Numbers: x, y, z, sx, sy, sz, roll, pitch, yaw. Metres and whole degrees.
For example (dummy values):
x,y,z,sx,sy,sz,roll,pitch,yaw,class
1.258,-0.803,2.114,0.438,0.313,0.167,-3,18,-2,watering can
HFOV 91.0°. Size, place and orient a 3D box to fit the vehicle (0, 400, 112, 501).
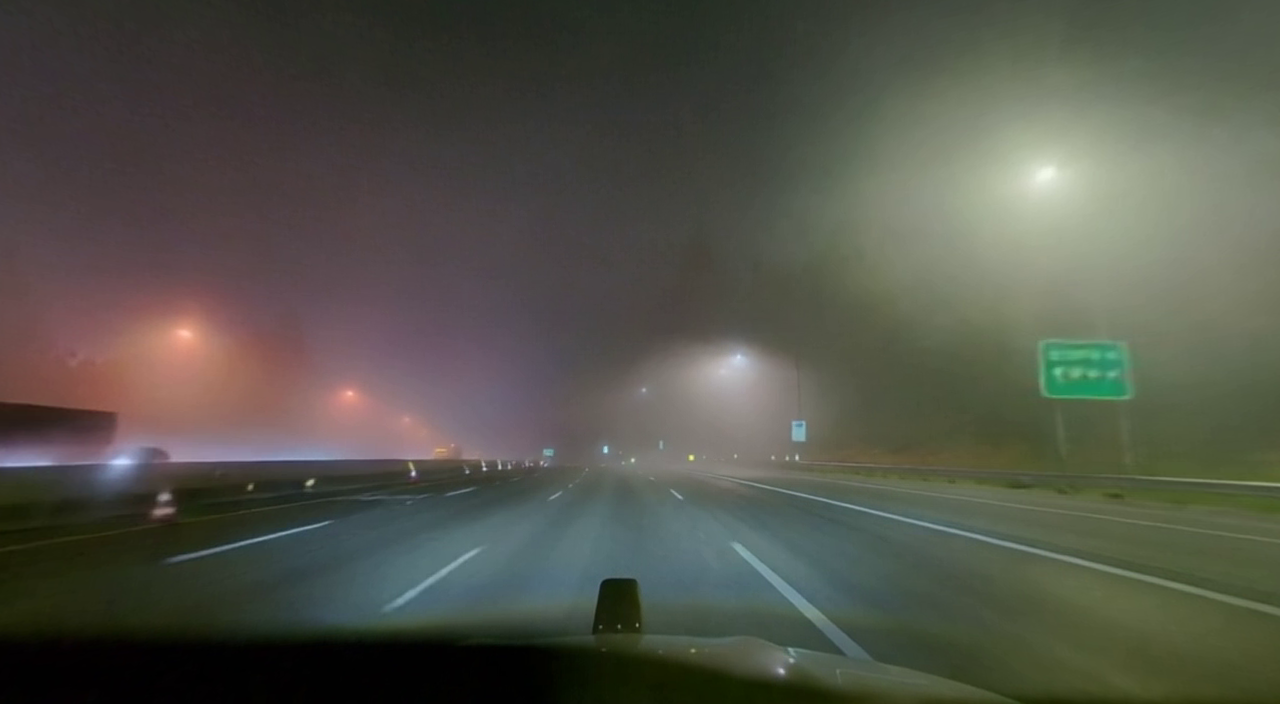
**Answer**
x,y,z,sx,sy,sz,roll,pitch,yaw,class
-17.261,2.314,15.051,2.750,2.474,7.300,1,-11,1,vehicle
